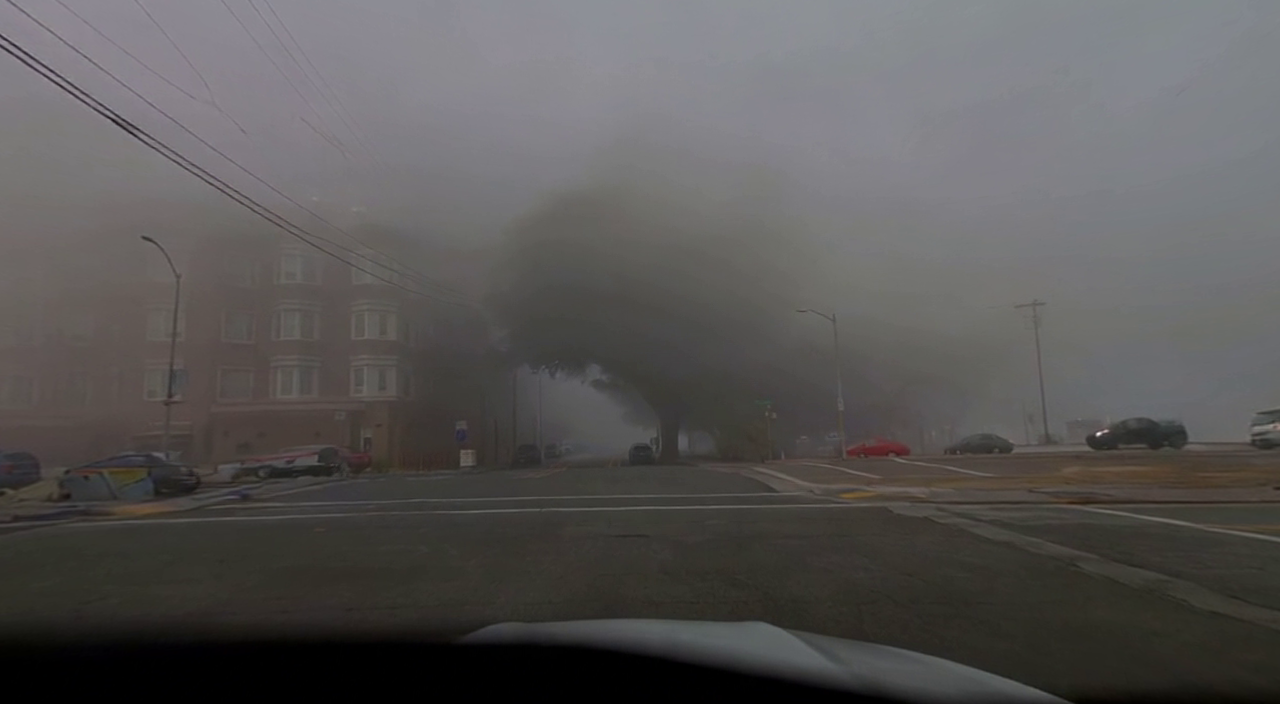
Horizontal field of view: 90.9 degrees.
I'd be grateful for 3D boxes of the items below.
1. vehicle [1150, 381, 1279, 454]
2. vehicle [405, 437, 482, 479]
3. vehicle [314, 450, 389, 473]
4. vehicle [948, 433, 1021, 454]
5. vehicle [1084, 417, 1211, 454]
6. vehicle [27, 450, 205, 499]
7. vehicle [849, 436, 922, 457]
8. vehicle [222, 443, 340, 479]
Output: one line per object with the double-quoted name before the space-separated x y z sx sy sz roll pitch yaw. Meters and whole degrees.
"vehicle" 33.185 3.463 32.990 10.986 3.604 2.707 0 -9 -6
"vehicle" -8.619 4.651 28.130 2.156 1.620 4.945 0 -7 -4
"vehicle" -20.141 7.638 44.165 4.277 1.527 1.987 0 -8 -3
"vehicle" 25.594 6.783 46.852 4.323 1.507 1.896 0 -8 -4
"vehicle" 28.933 4.753 36.062 5.277 2.032 2.408 1 -7 -4
"vehicle" -16.551 3.859 20.018 4.233 1.432 1.755 -1 -9 5
"vehicle" 18.009 6.918 46.384 4.528 1.458 1.939 1 -7 -4
"vehicle" -17.670 5.345 31.264 2.010 1.583 4.582 -6 -10 34
